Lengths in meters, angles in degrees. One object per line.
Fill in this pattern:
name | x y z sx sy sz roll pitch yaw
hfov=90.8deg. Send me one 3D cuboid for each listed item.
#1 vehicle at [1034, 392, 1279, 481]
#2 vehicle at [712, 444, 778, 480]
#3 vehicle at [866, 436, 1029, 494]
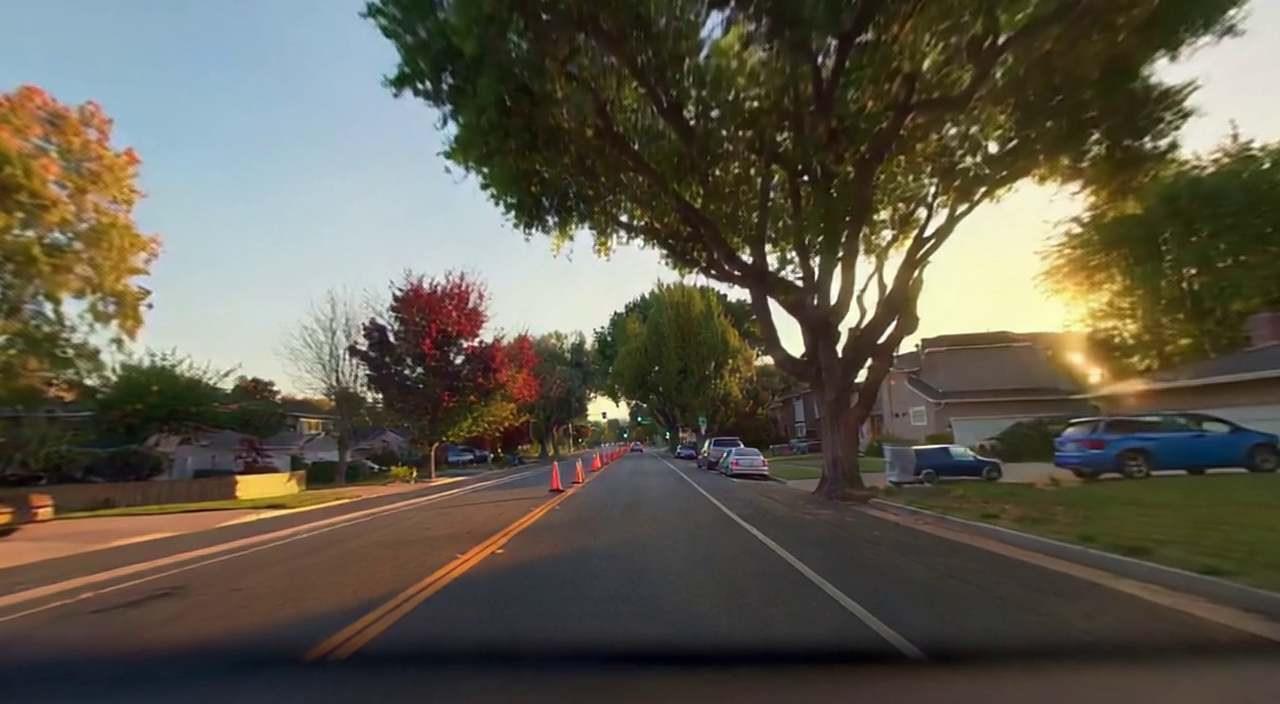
vehicle | 14.919 2.360 17.620 6.037 2.247 2.657 0 -9 -2
vehicle | 4.235 4.507 26.195 1.928 1.333 4.586 0 -8 -1
vehicle | 8.427 3.100 17.559 3.561 1.465 1.870 1 -7 -2
